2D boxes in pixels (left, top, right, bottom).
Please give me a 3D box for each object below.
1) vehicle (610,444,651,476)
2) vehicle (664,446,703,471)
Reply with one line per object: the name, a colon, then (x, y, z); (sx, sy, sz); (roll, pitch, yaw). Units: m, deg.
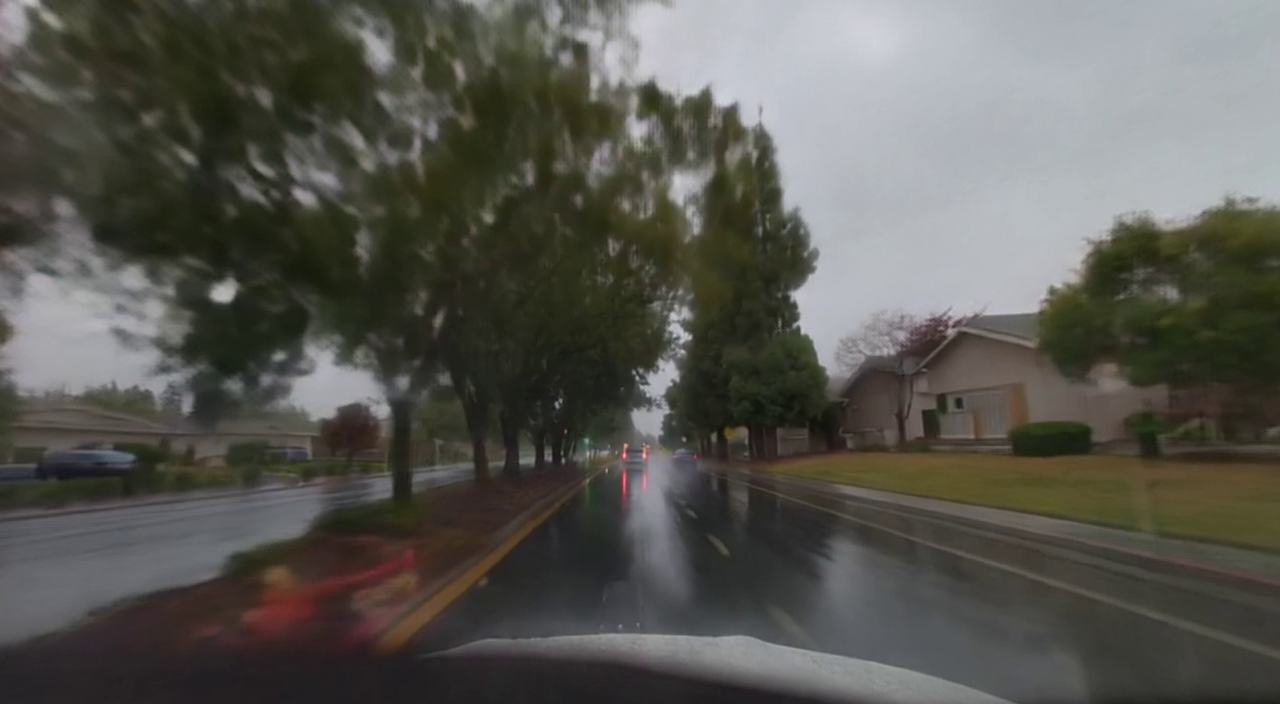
vehicle: (-0.457, 5.607, 33.037); (2.018, 1.511, 3.993); (0, -8, 0)
vehicle: (2.705, 6.758, 40.262); (2.057, 1.496, 4.401); (0, -8, -2)
